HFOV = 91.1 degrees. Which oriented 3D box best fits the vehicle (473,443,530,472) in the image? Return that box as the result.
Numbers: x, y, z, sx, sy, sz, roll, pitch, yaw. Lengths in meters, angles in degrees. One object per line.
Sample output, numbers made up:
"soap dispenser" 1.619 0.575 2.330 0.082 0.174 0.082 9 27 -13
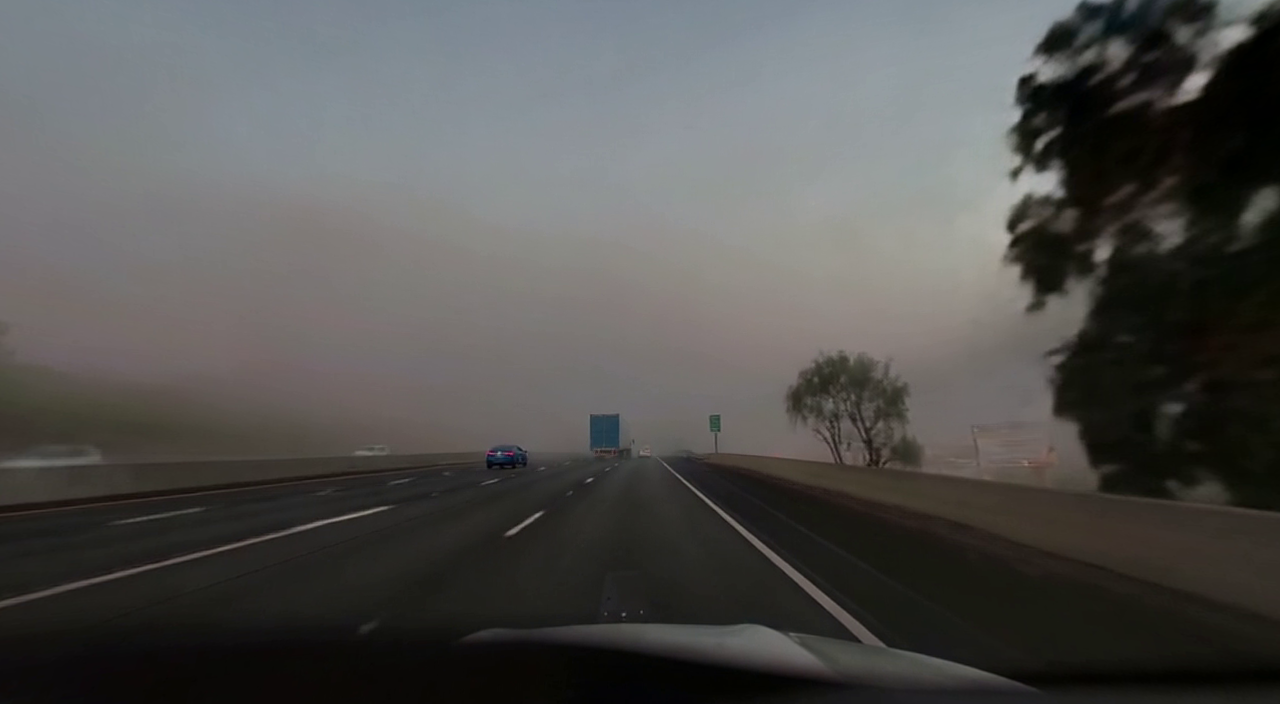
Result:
"vehicle" -7.414 5.684 34.144 1.901 1.467 4.629 0 -8 2
